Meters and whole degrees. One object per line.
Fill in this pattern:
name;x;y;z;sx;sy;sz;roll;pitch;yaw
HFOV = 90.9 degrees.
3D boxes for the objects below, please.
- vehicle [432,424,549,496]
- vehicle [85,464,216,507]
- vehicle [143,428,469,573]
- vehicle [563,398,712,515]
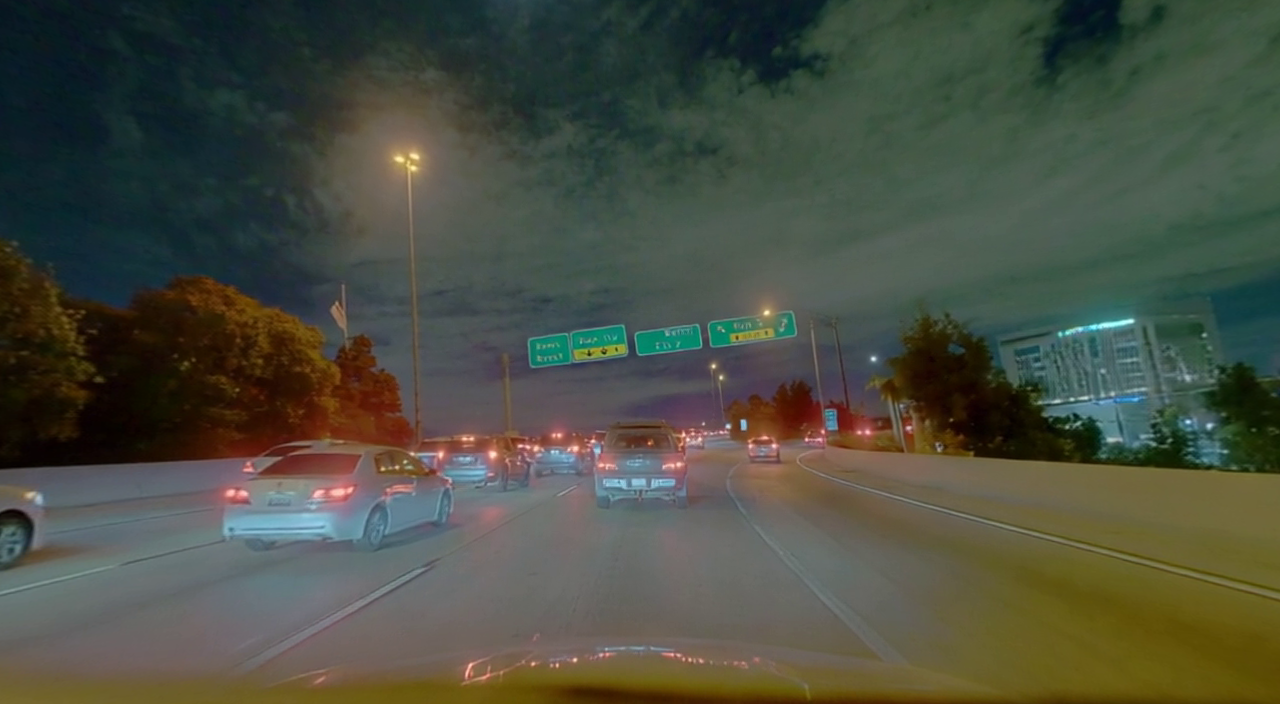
vehicle;-3.971;2.973;17.658;1.953;1.729;4.377;0;-9;3
vehicle;-20.497;5.575;26.722;1.795;1.506;4.762;0;-9;-1
vehicle;-4.075;1.867;8.744;2.087;1.481;4.225;0;-9;2
vehicle;0.033;2.284;14.173;2.616;2.063;5.933;0;-9;1
